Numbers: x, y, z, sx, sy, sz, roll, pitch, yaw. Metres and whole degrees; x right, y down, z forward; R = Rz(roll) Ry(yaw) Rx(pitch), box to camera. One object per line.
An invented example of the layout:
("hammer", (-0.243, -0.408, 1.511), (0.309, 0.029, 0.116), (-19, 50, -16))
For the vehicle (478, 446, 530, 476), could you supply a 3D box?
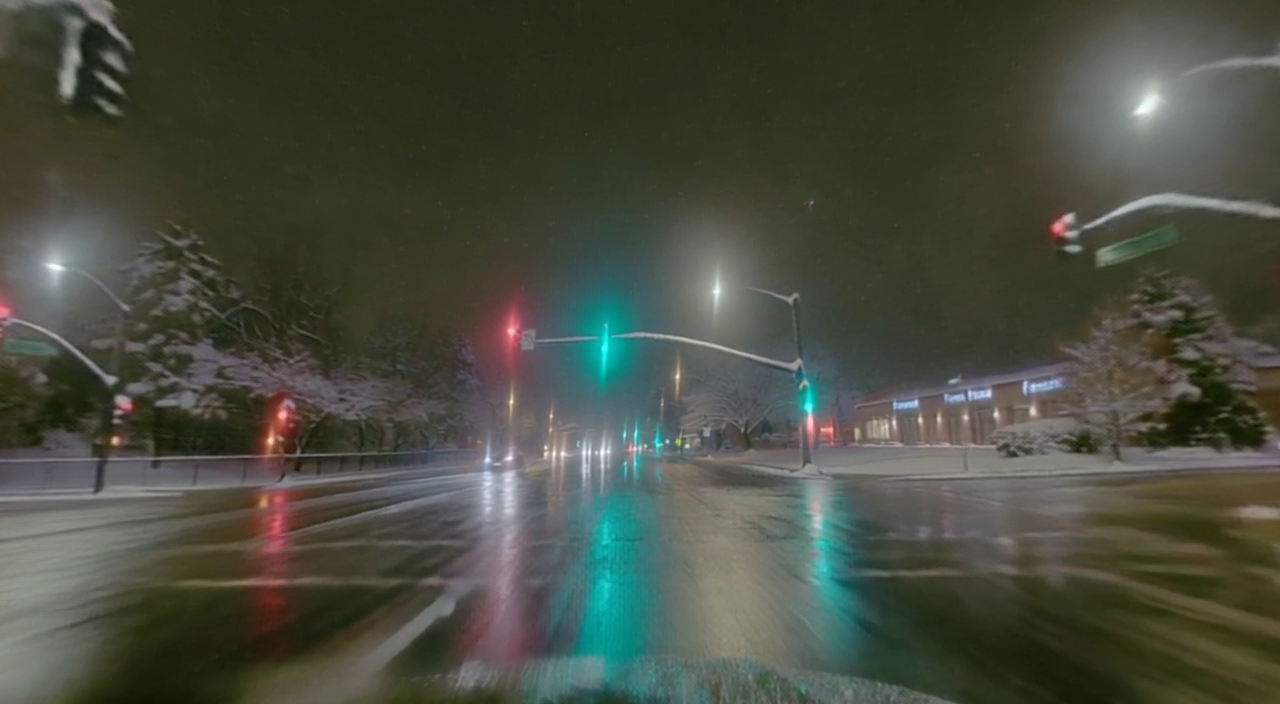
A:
("vehicle", (-7.729, 6.248, 36.243), (2.011, 1.490, 4.472), (-3, -10, -1))
